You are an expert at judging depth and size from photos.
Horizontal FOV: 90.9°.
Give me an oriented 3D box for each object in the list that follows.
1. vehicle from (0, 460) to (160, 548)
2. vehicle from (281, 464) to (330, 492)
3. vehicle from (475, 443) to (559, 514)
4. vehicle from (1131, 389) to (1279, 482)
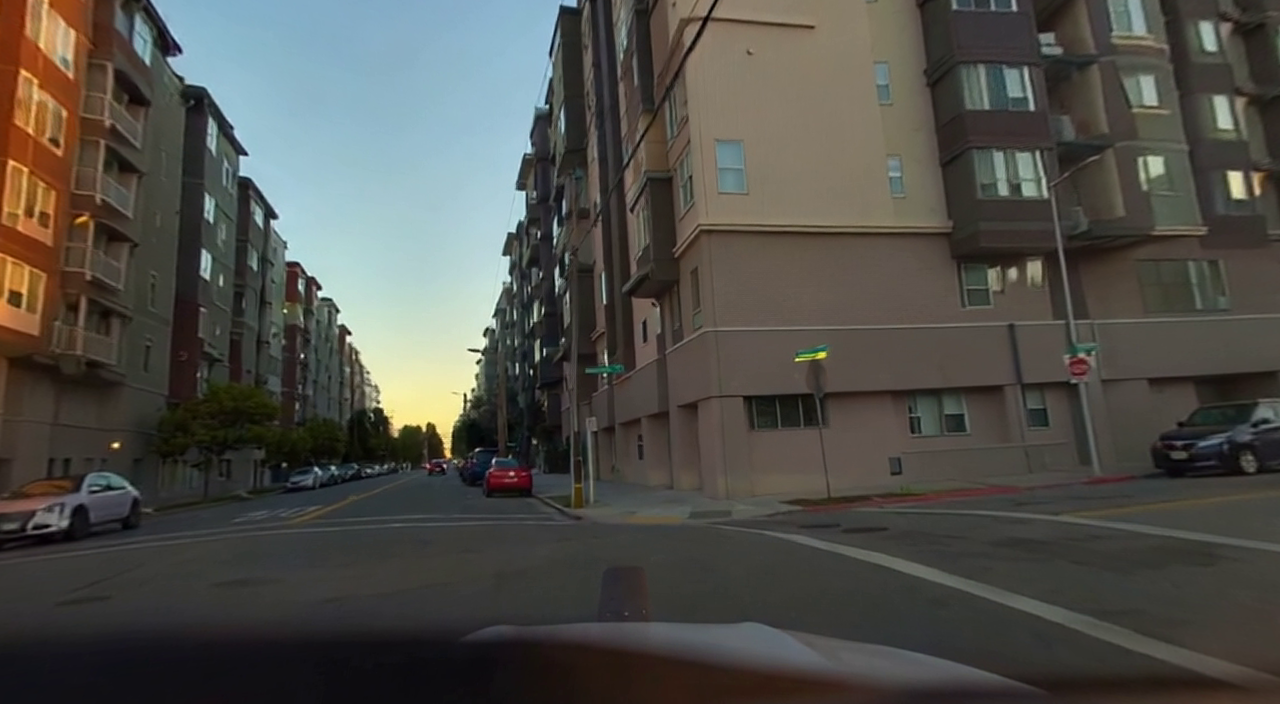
[{"bbox_3d":[-14.972,3.861,16.636,2.140,1.874,4.475,2,-9,-17],"label":"vehicle"},{"bbox_3d":[-22.314,8.392,42.192,2.032,1.641,4.162,2,-9,-17],"label":"vehicle"},{"bbox_3d":[-3.894,3.774,19.293,2.164,1.721,4.416,-2,-8,-15],"label":"vehicle"},{"bbox_3d":[15.750,2.064,16.482,4.259,2.102,2.376,-1,-5,-17],"label":"vehicle"}]
